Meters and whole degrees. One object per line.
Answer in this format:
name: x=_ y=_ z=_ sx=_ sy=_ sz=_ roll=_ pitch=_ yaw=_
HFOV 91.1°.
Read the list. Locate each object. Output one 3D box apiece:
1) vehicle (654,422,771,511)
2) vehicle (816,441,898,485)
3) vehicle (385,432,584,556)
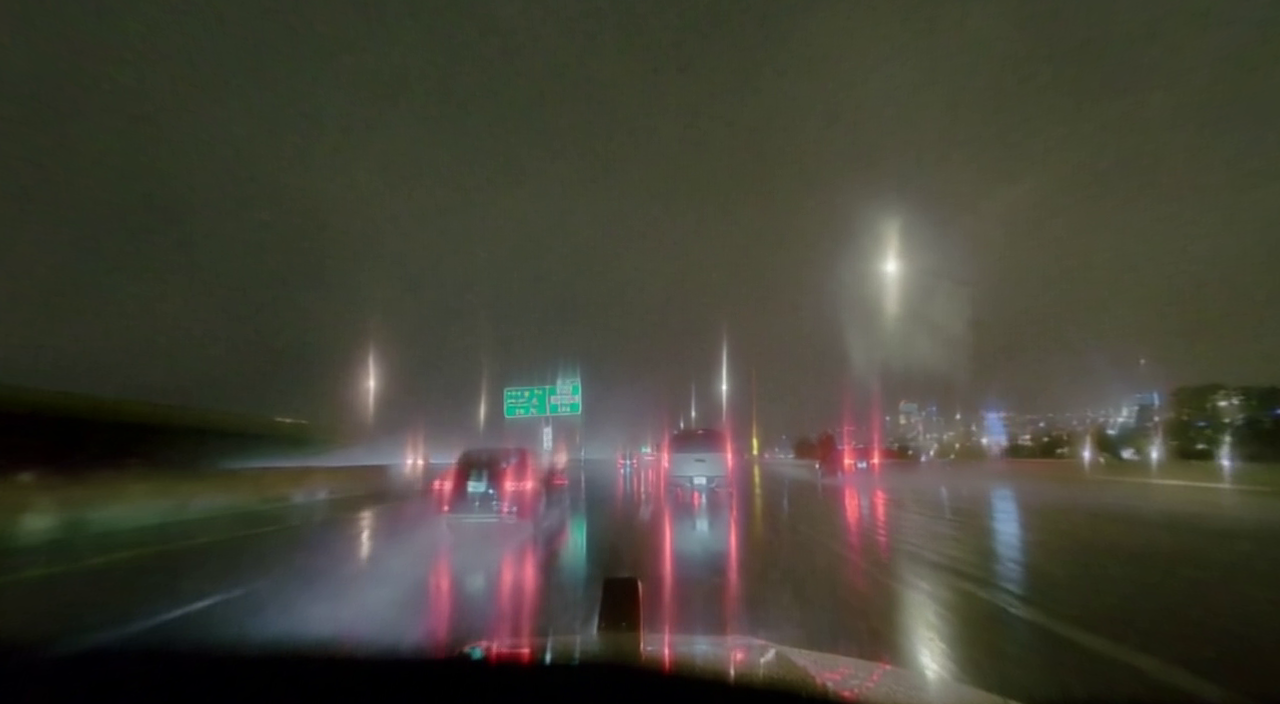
vehicle: x=1.772 y=3.130 z=17.728 sx=2.732 sy=2.065 sz=5.826 roll=-1 pitch=-9 yaw=1
vehicle: x=9.593 y=4.933 z=28.205 sx=2.133 sy=1.770 sz=4.537 roll=0 pitch=-9 yaw=1
vehicle: x=-2.274 y=2.221 z=10.537 sx=2.099 sy=1.640 sz=4.134 roll=-1 pitch=-9 yaw=3
